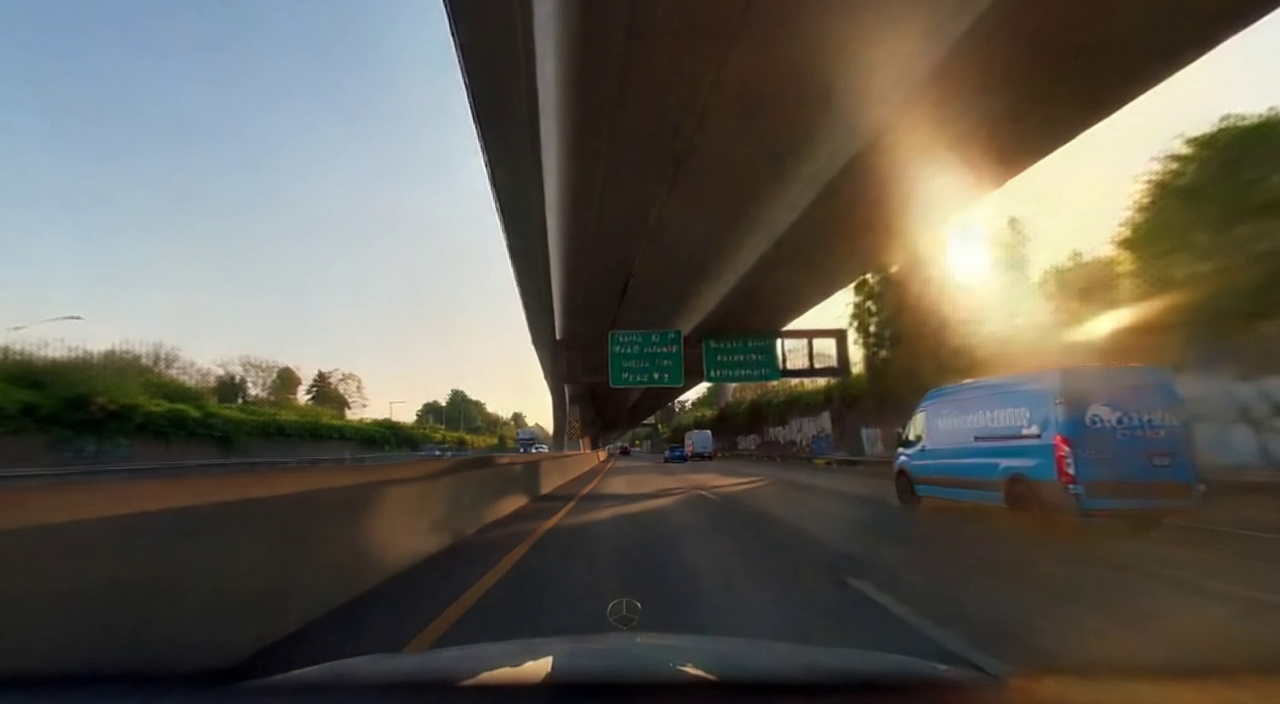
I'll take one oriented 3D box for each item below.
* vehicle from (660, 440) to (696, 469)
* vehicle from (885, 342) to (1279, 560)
[{"bbox_3d":[2.665,7.305,45.012,2.007,1.943,5.010,0,-9,-3],"label":"vehicle"},{"bbox_3d":[6.516,1.612,10.555,2.283,2.631,5.719,0,-9,-2],"label":"vehicle"}]
